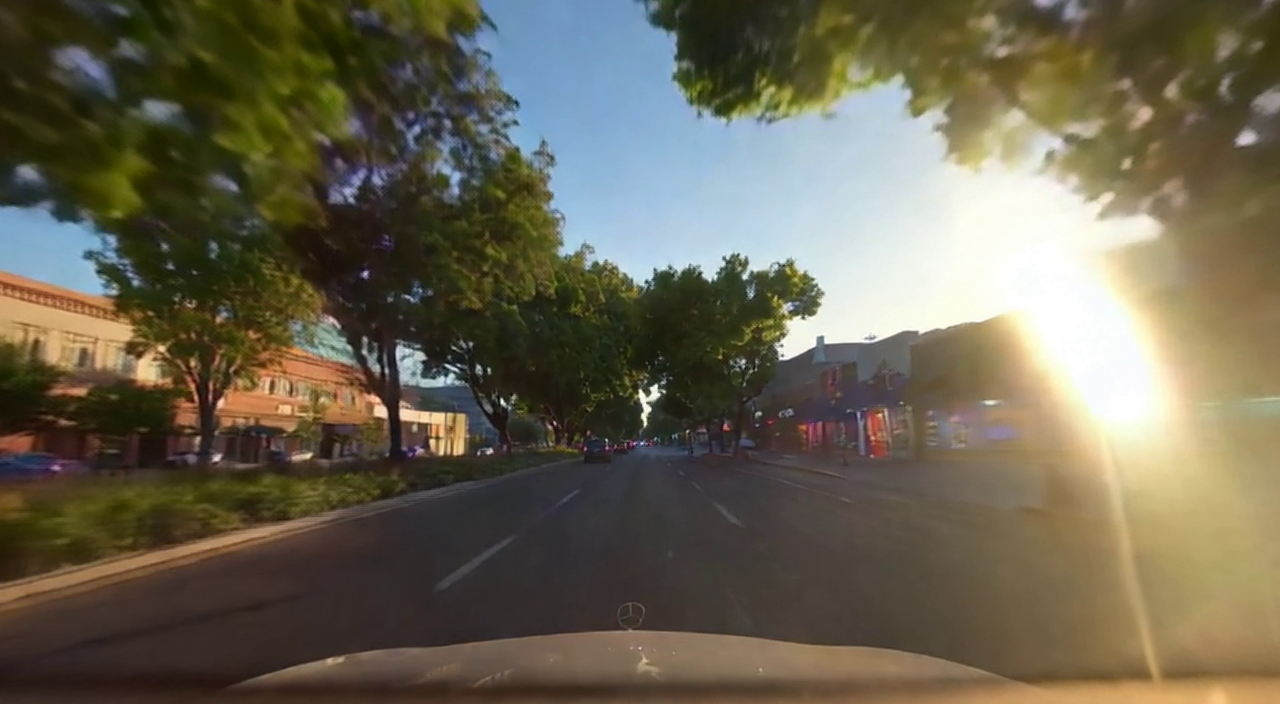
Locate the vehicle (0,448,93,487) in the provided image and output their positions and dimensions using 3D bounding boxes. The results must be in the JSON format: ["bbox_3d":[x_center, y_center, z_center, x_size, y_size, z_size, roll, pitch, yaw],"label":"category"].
[{"bbox_3d":[-26.295,4.860,26.888,1.850,1.477,4.492,0,-8,0],"label":"vehicle"}]
